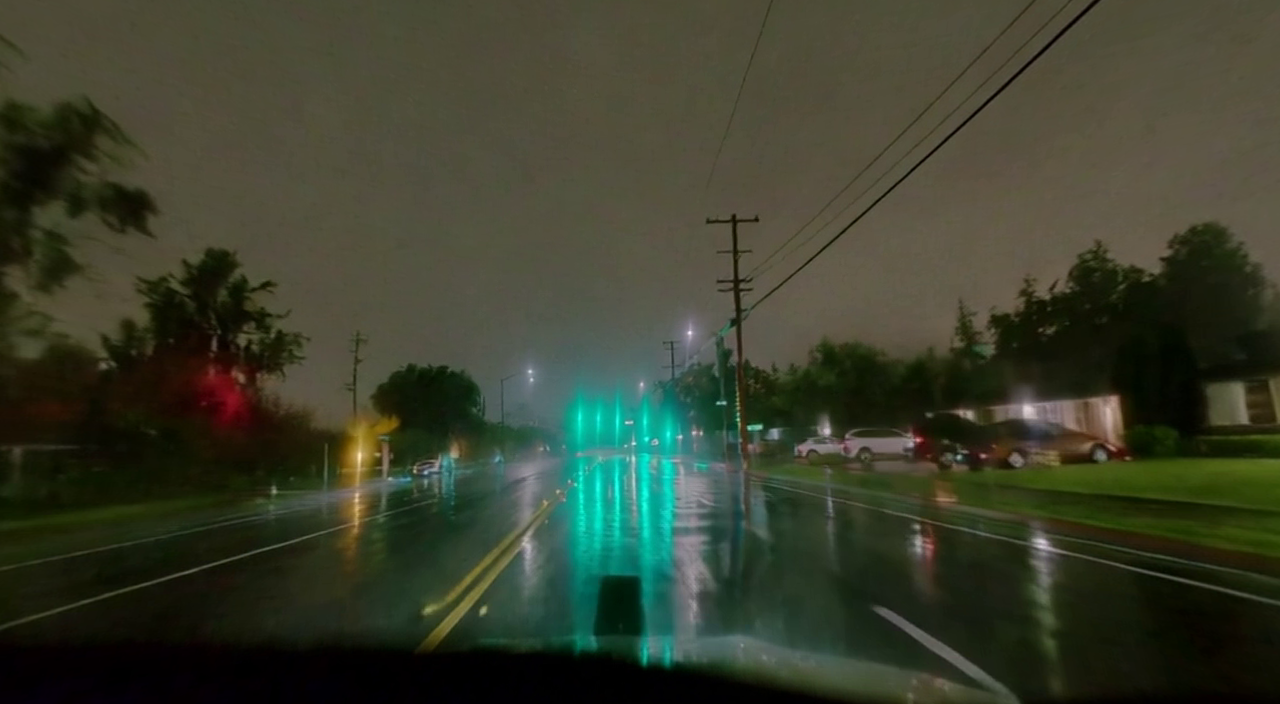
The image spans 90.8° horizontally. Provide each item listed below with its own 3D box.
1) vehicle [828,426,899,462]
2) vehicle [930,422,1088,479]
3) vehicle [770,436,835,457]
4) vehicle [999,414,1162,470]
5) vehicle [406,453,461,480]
[{"bbox_3d":[11.396,4.740,32.587,2.044,1.716,4.637,0,-8,1],"label":"vehicle"},{"bbox_3d":[10.677,2.913,18.772,1.847,1.455,4.650,0,-8,-1],"label":"vehicle"},{"bbox_3d":[11.970,6.968,46.673,4.237,1.476,1.743,0,-8,-1],"label":"vehicle"},{"bbox_3d":[13.184,2.760,19.306,1.889,1.499,4.218,0,-8,0],"label":"vehicle"},{"bbox_3d":[-12.310,6.841,37.941,1.851,1.459,4.295,0,-8,-1],"label":"vehicle"}]
